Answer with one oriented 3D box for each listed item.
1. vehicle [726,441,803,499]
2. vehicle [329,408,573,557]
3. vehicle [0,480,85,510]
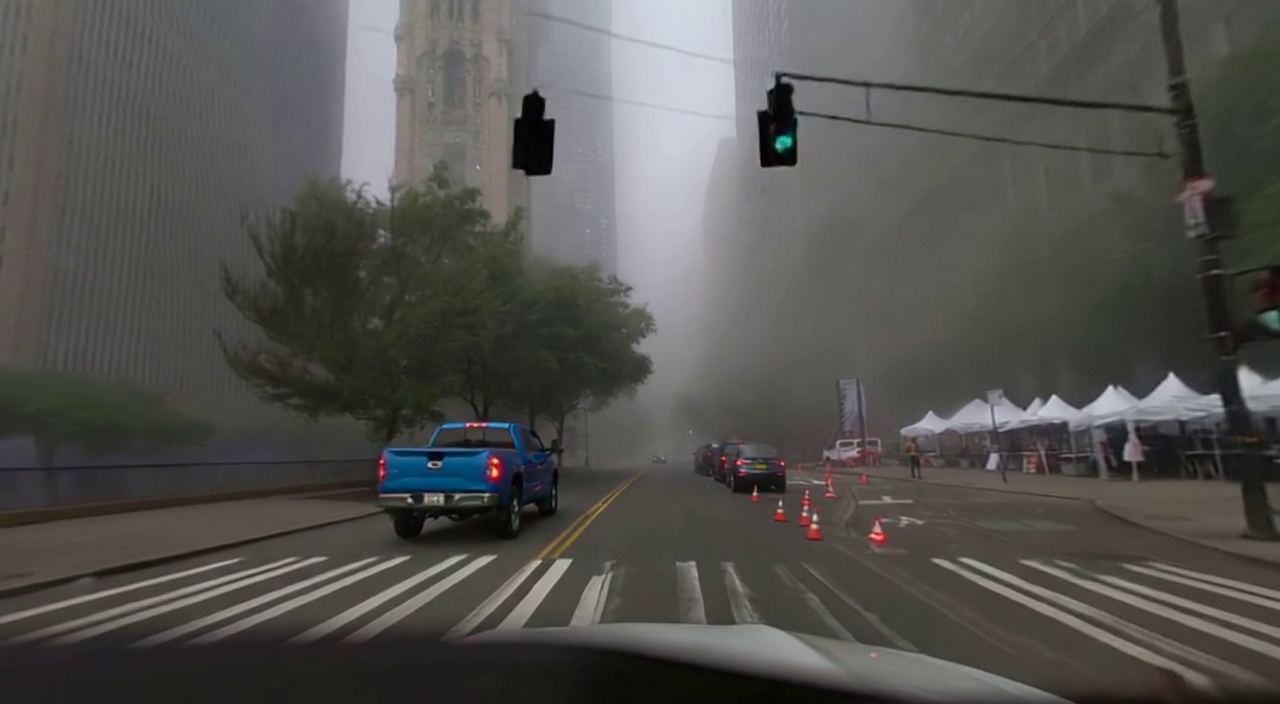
[{"bbox_3d":[3.790,3.674,19.882,2.023,1.607,4.225,-2,-9,7],"label":"vehicle"},{"bbox_3d":[-2.841,2.210,11.340,2.452,1.954,5.653,-1,-9,2],"label":"vehicle"},{"bbox_3d":[-44.631,10.590,46.970,2.038,1.810,5.702,1,-9,-9],"label":"vehicle"}]
